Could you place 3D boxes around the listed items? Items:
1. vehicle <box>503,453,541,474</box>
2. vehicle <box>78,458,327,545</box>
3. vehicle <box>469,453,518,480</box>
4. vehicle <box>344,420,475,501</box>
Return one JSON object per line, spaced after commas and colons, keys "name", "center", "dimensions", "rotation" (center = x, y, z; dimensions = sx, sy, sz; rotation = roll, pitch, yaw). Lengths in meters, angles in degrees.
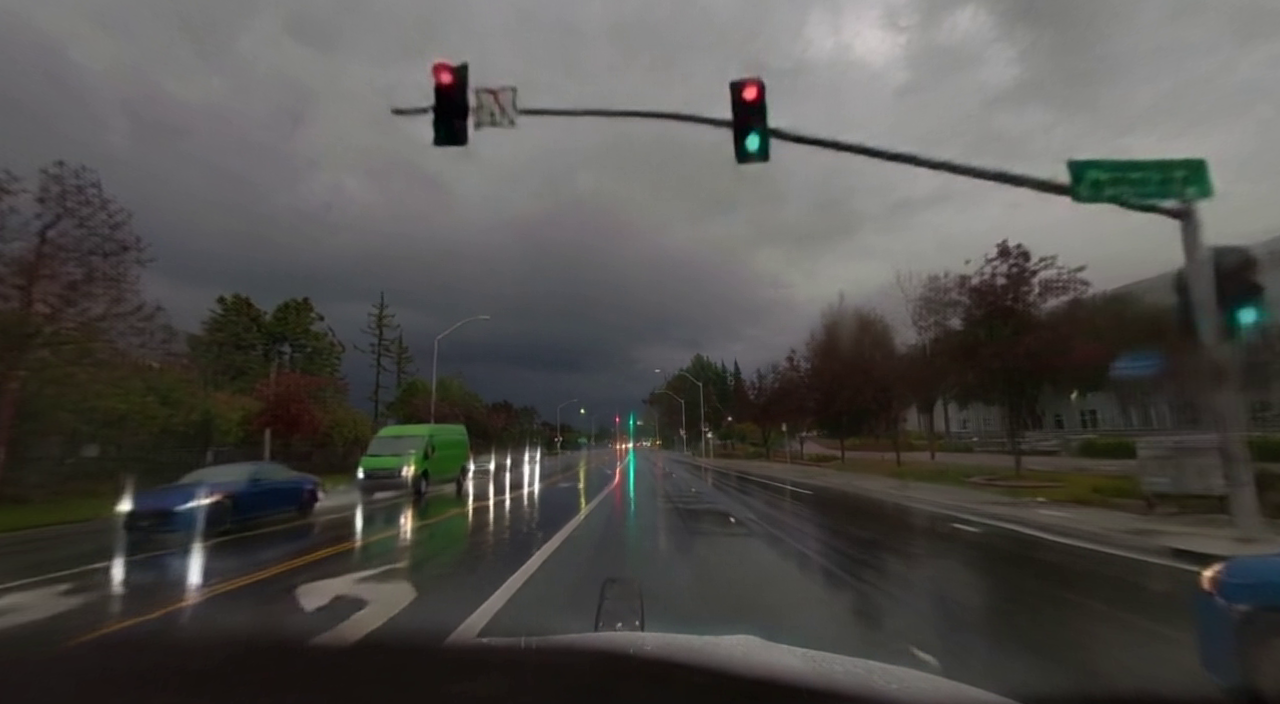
{"name": "vehicle", "center": [-8.810, 8.366, 47.512], "dimensions": [1.940, 1.452, 4.441], "rotation": [-1, -9, 1]}
{"name": "vehicle", "center": [-9.081, 3.100, 13.781], "dimensions": [2.190, 1.455, 4.516], "rotation": [0, -9, 0]}
{"name": "vehicle", "center": [-8.861, 6.943, 38.567], "dimensions": [1.959, 1.469, 4.369], "rotation": [0, -9, 0]}
{"name": "vehicle", "center": [-8.805, 4.222, 25.089], "dimensions": [2.617, 2.736, 6.621], "rotation": [0, -9, 0]}
